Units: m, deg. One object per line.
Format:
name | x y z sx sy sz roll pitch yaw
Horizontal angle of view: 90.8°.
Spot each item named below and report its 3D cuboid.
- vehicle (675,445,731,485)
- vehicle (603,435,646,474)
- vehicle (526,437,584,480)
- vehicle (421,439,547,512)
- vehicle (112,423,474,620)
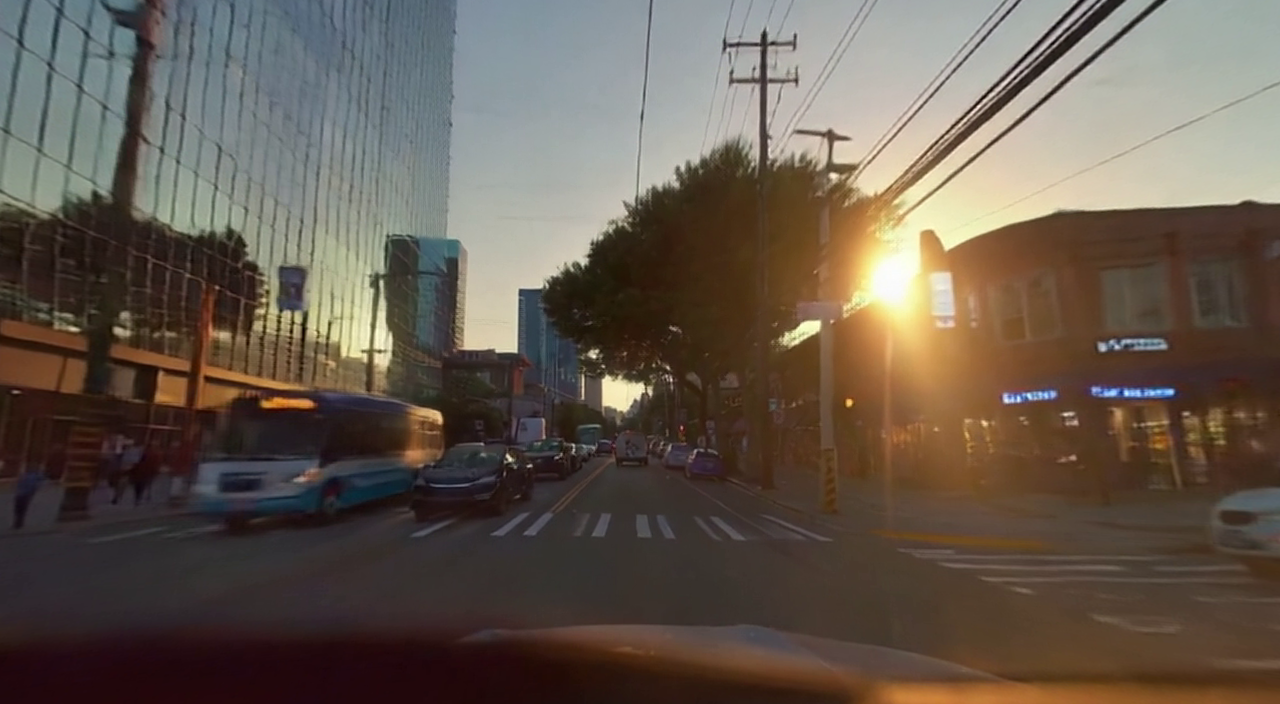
vehicle | 2.693 4.936 27.985 1.934 1.633 4.271 1 -8 -2
vehicle | -0.861 5.433 33.613 2.127 1.893 4.194 1 -8 -2
vehicle | -3.654 4.681 28.051 1.983 1.727 4.294 0 -8 0
vehicle | -3.730 3.012 15.880 1.990 1.568 3.885 0 -8 3
vehicle | -3.431 1.711 7.396 2.026 1.616 4.109 0 -8 -3
